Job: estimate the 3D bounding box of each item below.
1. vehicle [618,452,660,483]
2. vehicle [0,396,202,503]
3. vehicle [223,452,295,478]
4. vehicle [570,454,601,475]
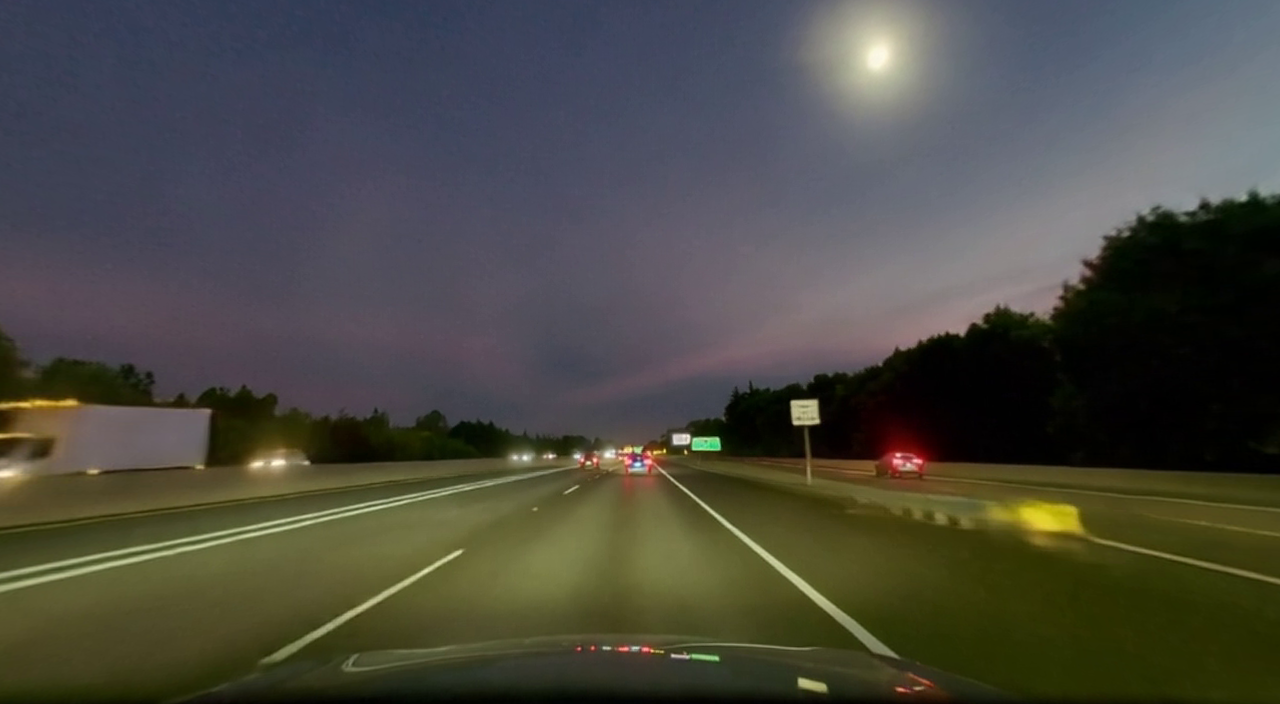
[{"bbox_3d":[-0.055,5.873,32.195,2.002,1.449,3.612,0,-9,-1],"label":"vehicle"},{"bbox_3d":[-23.928,4.301,27.538,2.934,3.856,9.459,0,-9,-2],"label":"vehicle"},{"bbox_3d":[-24.443,7.264,40.662,1.942,1.583,4.563,0,-9,-3],"label":"vehicle"},{"bbox_3d":[-3.977,8.324,46.756,1.877,1.504,3.799,0,-9,1],"label":"vehicle"}]
